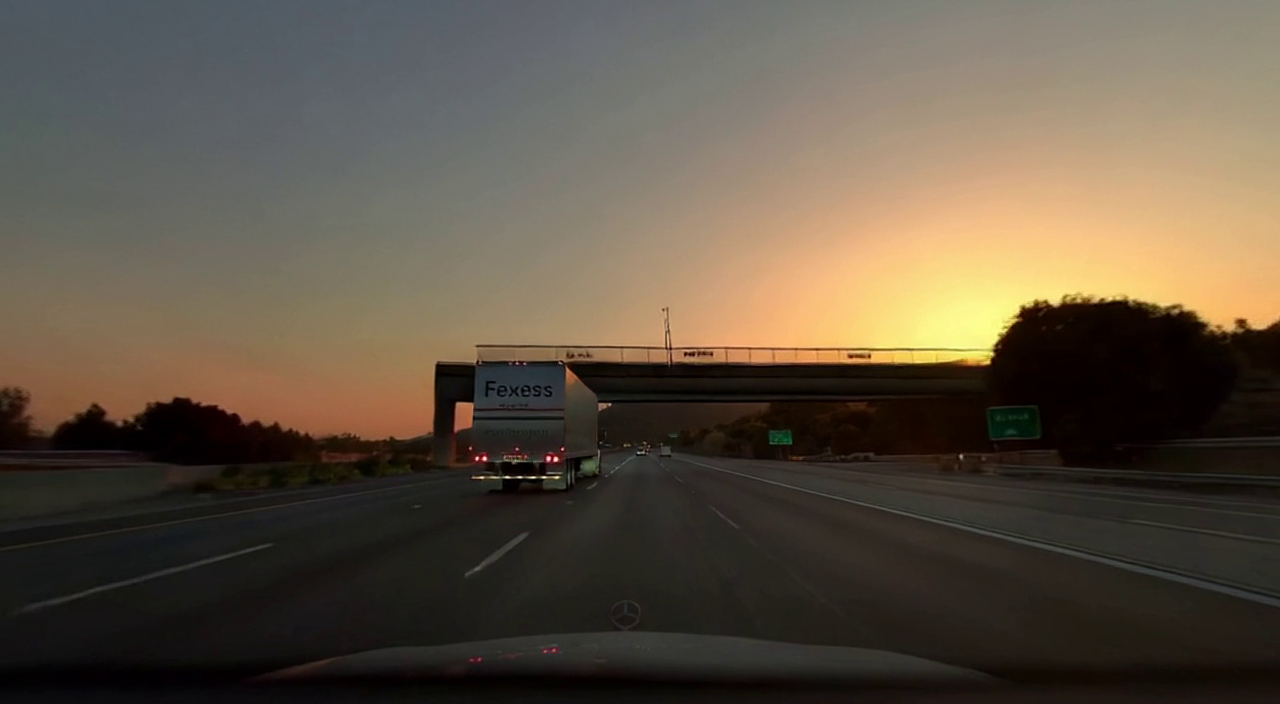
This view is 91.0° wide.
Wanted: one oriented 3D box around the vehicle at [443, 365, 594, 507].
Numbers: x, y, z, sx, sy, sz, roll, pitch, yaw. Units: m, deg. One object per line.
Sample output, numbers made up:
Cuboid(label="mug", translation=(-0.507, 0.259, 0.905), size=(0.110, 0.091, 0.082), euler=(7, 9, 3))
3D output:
Cuboid(label="vehicle", translation=(-3.240, 2.669, 19.532), size=(2.922, 3.458, 8.360), euler=(0, -9, 0))
